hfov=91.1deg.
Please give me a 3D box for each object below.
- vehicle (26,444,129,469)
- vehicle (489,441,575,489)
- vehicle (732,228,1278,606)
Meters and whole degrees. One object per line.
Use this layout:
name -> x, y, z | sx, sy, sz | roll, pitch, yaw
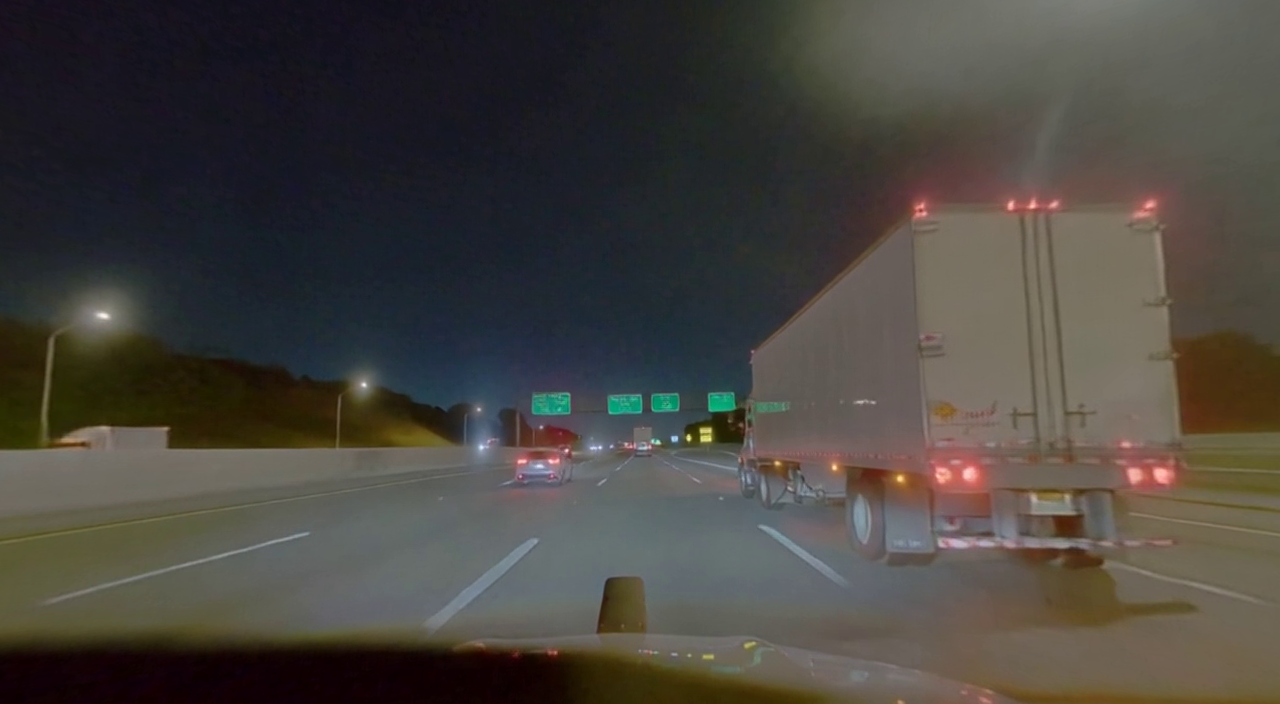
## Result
vehicle -> -43.907, 8.156, 49.268 | 2.356, 1.806, 6.262 | 0, -9, -1
vehicle -> -3.753, 4.029, 22.760 | 2.143, 1.529, 4.918 | 0, -9, 1
vehicle -> 3.960, 1.295, 10.906 | 3.049, 3.395, 10.595 | 0, -9, 0
